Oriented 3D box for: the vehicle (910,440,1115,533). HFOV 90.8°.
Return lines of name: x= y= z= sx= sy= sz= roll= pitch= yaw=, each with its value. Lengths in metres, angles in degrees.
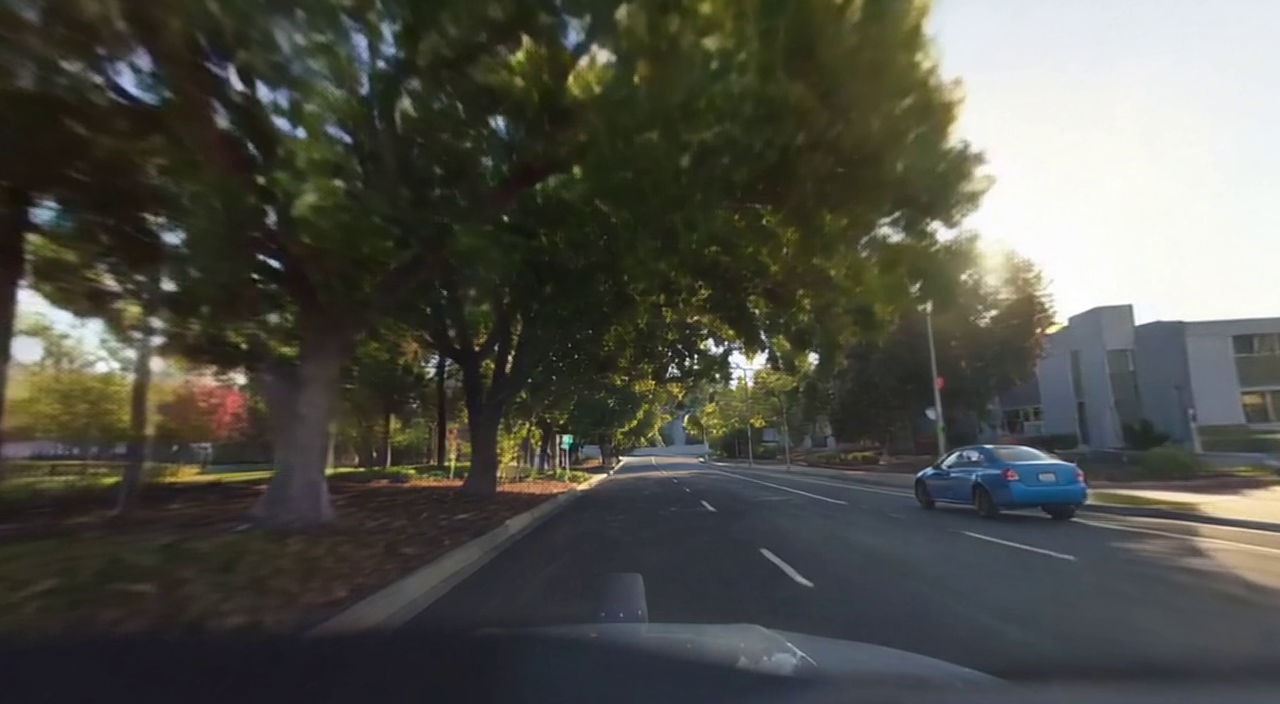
vehicle: x=6.950 y=2.512 z=12.282 sx=1.797 sy=1.518 sz=3.433 roll=0 pitch=-9 yaw=-1
